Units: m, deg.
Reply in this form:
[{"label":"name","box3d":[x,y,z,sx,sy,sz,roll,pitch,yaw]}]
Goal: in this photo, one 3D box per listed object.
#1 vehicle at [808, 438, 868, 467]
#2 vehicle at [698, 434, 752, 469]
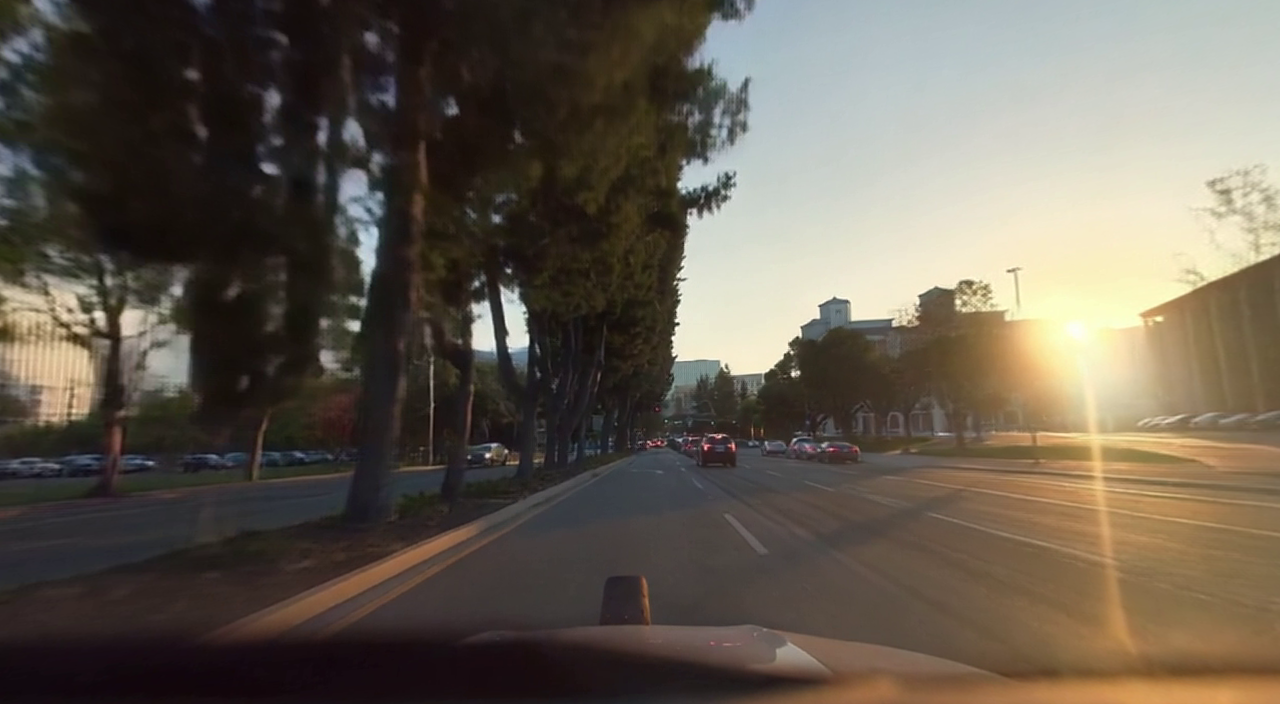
[{"label":"vehicle","box3d":[10.875,5.554,34.922,1.840,1.467,4.731,0,-9,1]},{"label":"vehicle","box3d":[4.397,5.248,33.295,2.216,1.675,4.627,0,-9,0]}]
